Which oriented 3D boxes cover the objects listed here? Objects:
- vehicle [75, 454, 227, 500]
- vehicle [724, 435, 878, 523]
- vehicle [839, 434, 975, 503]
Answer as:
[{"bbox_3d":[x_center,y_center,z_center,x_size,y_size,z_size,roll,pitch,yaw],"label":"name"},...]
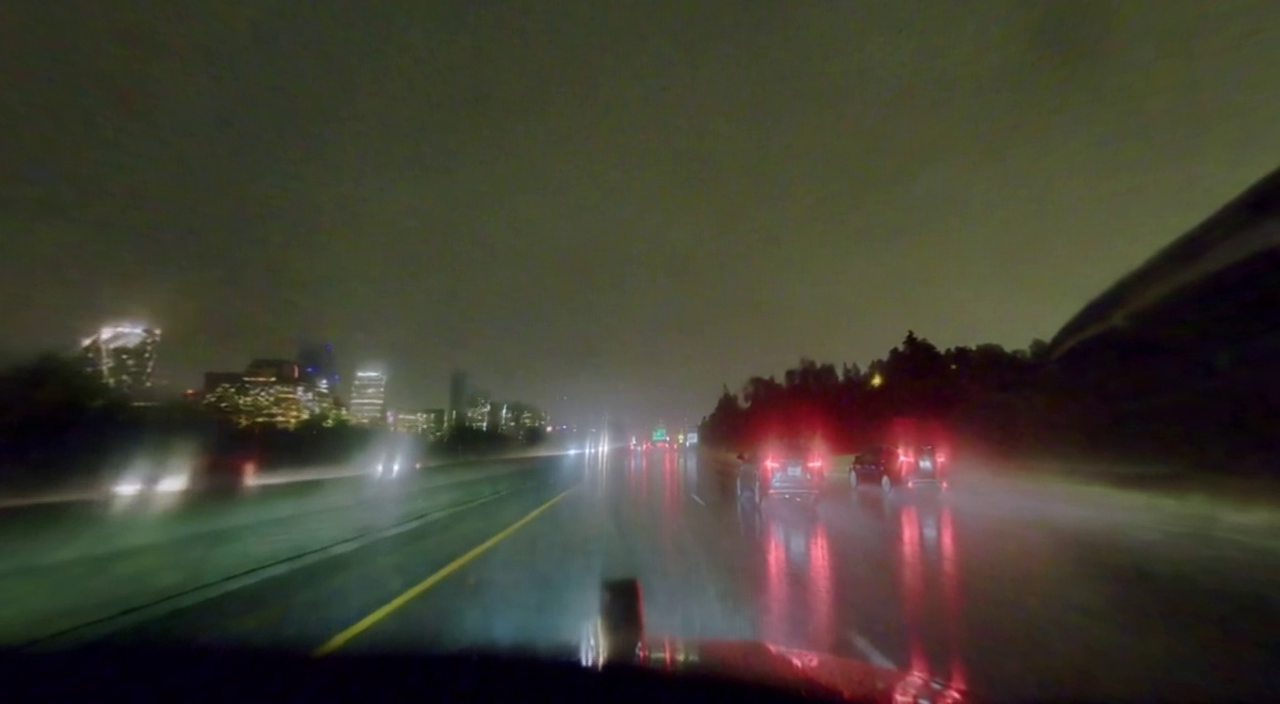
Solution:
[{"bbox_3d":[-19.461,4.967,25.500,2.202,1.577,4.701,-1,-8,3],"label":"vehicle"},{"bbox_3d":[3.165,2.598,13.546,1.982,1.533,4.612,0,-8,-1],"label":"vehicle"},{"bbox_3d":[6.902,3.033,16.831,1.856,1.592,3.920,0,-8,-1],"label":"vehicle"}]
